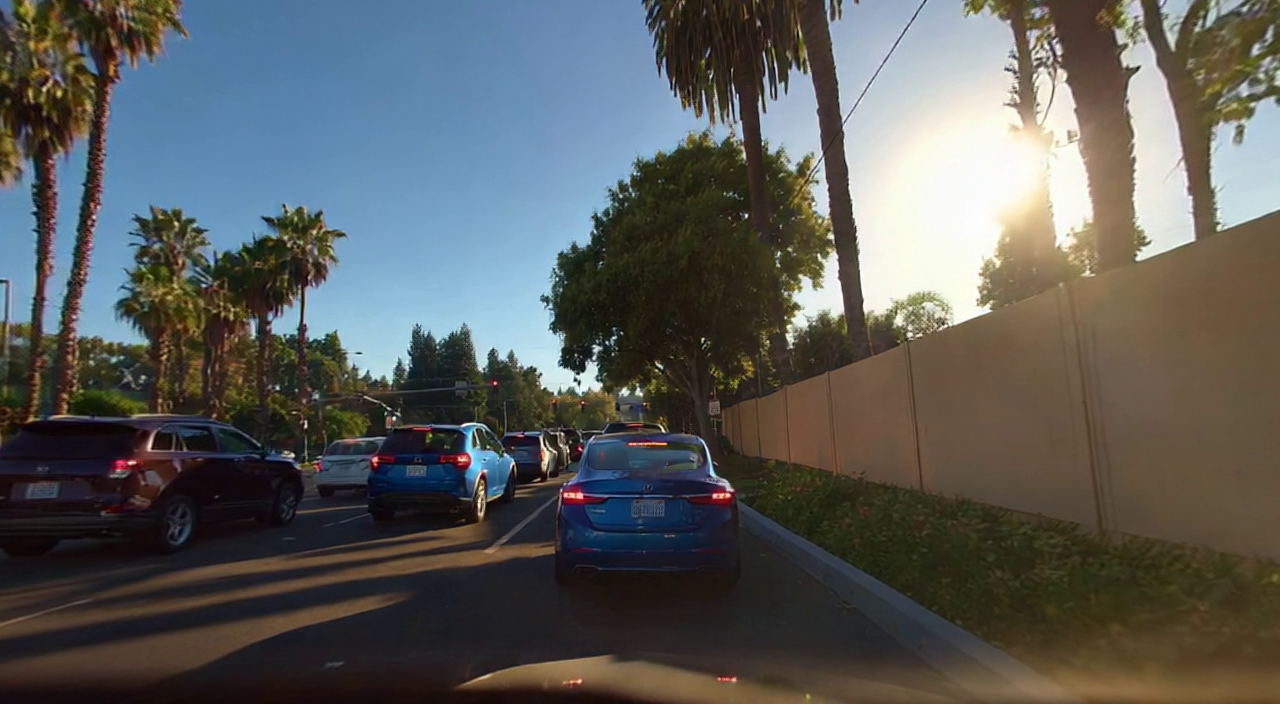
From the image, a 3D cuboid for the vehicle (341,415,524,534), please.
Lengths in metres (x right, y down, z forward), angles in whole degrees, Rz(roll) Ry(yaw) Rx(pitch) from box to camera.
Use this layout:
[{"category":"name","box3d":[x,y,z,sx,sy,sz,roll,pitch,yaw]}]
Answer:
[{"category":"vehicle","box3d":[-3.471,2.123,11.503,2.007,1.746,4.136,0,-8,-2]}]

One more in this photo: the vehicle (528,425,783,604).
[{"category":"vehicle","box3d":[0.062,1.674,7.467,2.128,1.473,4.272,0,-8,-2]}]

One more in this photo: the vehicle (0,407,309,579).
[{"category":"vehicle","box3d":[-6.684,1.748,8.622,1.963,1.721,4.467,0,-8,-2]}]
